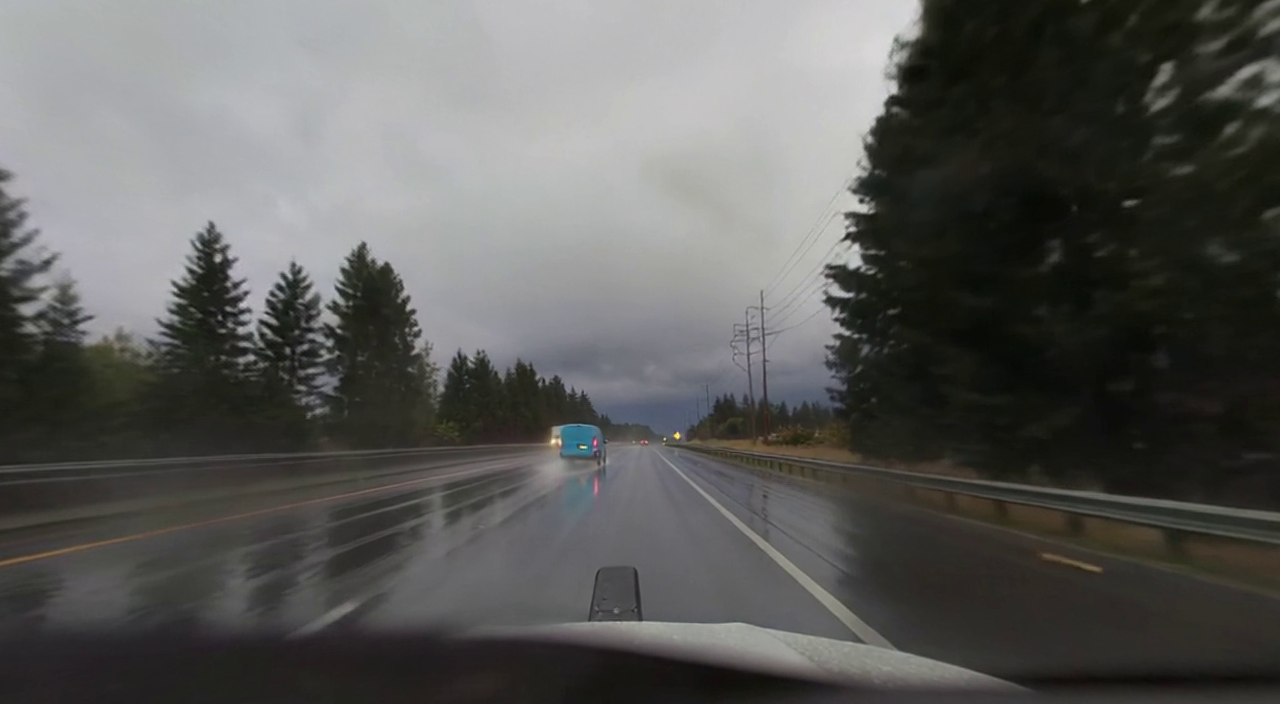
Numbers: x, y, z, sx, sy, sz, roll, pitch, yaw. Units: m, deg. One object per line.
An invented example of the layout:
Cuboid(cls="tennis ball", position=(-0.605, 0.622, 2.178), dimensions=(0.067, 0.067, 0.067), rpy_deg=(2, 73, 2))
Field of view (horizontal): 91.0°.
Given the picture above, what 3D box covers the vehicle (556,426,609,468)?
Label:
Cuboid(cls="vehicle", position=(-2.656, 4.531, 30.187), dimensions=(2.041, 1.856, 4.353), rpy_deg=(0, -8, 1))
